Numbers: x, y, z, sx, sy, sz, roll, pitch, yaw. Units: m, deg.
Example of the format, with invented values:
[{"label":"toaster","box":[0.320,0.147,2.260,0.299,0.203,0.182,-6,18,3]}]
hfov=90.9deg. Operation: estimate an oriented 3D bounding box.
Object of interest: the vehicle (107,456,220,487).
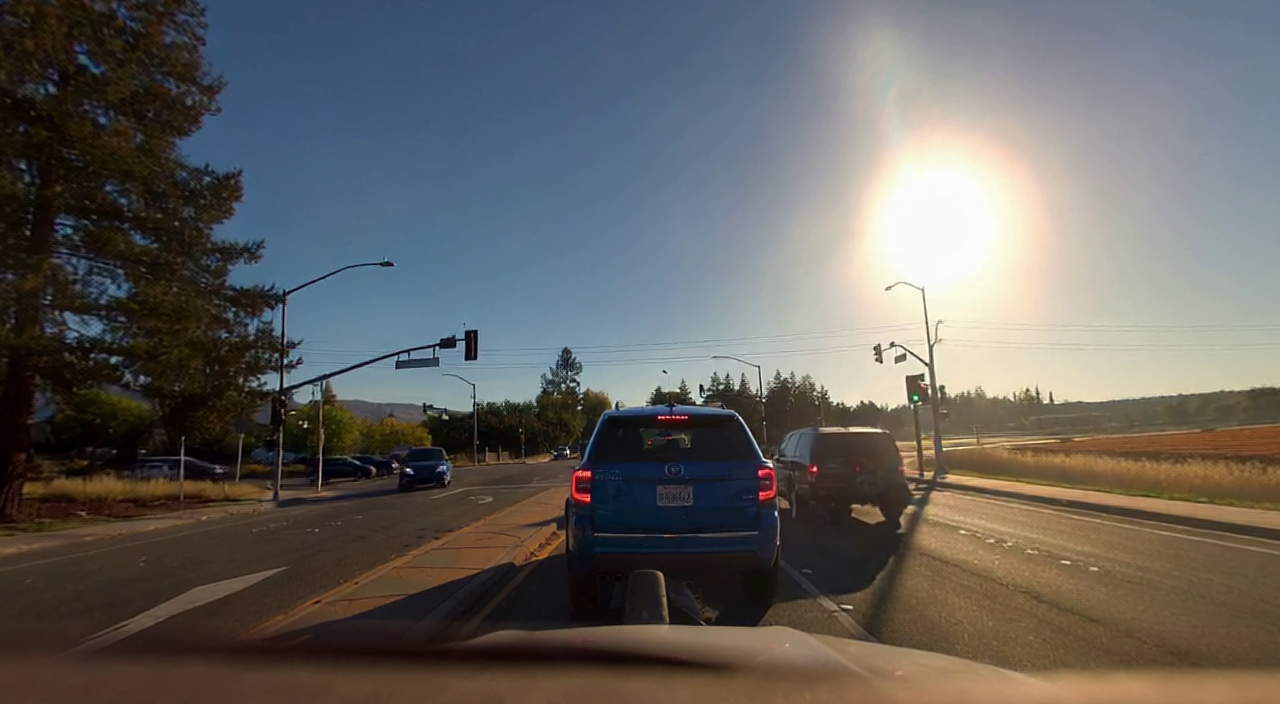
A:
[{"label":"vehicle","box":[-26.698,6.673,35.457,4.605,1.626,2.251,-1,-8,3]}]

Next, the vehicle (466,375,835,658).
[{"label":"vehicle","box":[0.058,1.331,6.109,2.298,1.770,4.138,0,-8,0]}]

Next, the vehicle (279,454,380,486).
[{"label":"vehicle","box":[-15.824,5.951,32.146,4.559,1.458,2.265,-4,-9,27]}]

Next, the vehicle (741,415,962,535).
[{"label":"vehicle","box":[3.370,2.082,11.274,2.340,1.693,4.516,0,-8,0]}]

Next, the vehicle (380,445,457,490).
[{"label":"vehicle","box":[-9.539,4.843,26.913,2.026,1.680,4.608,5,-10,-32]}]
